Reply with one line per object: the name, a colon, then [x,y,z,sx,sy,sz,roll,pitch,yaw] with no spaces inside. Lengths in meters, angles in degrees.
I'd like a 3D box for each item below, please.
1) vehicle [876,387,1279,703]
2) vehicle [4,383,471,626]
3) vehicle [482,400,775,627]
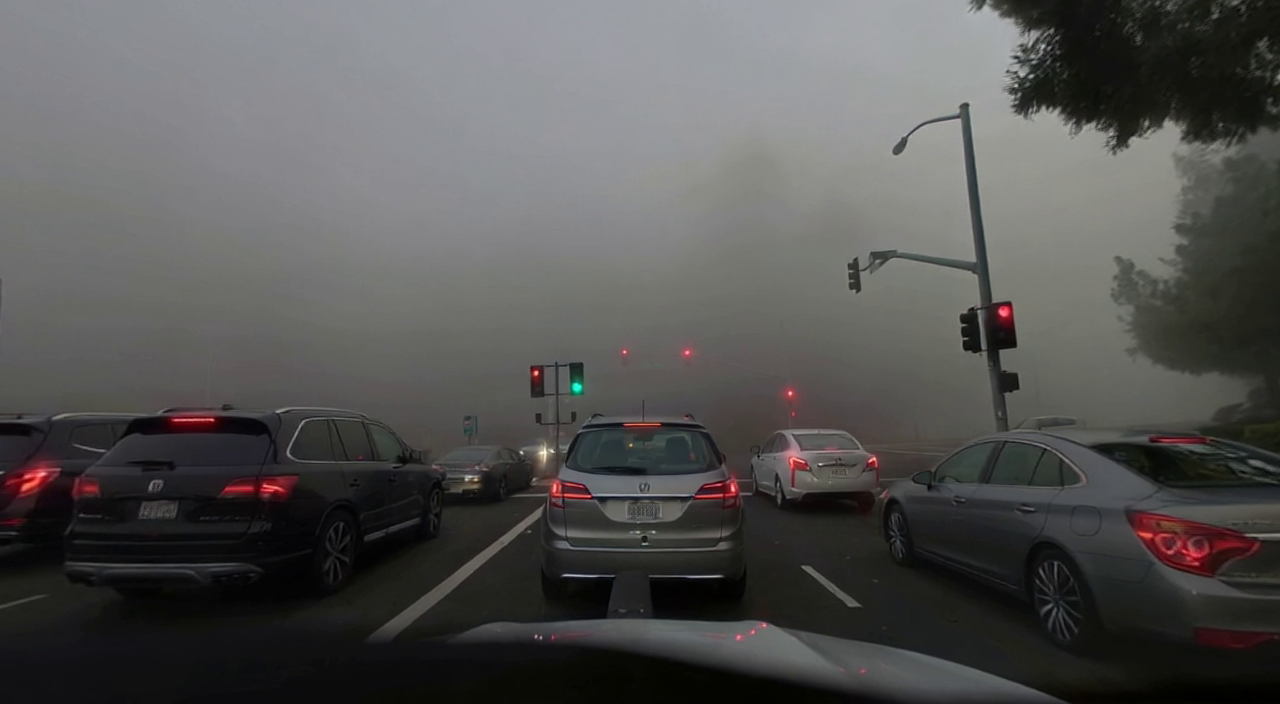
vehicle: [3.586,1.201,4.604,2.010,1.486,4.498,0,-8,1]
vehicle: [-3.564,1.428,6.848,2.014,1.755,4.360,0,-8,3]
vehicle: [-0.059,1.403,6.302,2.047,1.579,3.642,0,-8,1]
